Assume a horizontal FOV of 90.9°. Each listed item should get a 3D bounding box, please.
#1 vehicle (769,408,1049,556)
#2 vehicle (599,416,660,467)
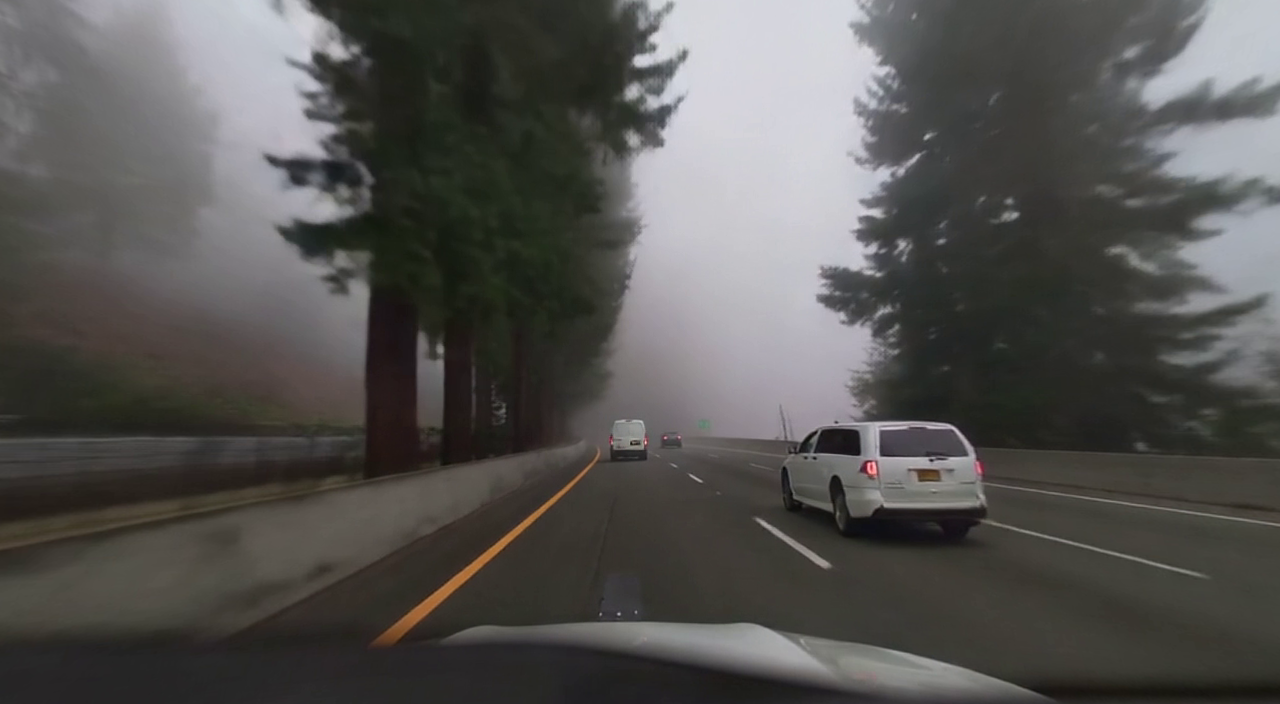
[{"bbox_3d":[3.367,1.693,8.967,2.078,1.600,4.012,0,-8,-2],"label":"vehicle"},{"bbox_3d":[-0.483,3.865,27.252,2.403,1.994,4.683,0,-8,-2],"label":"vehicle"}]
